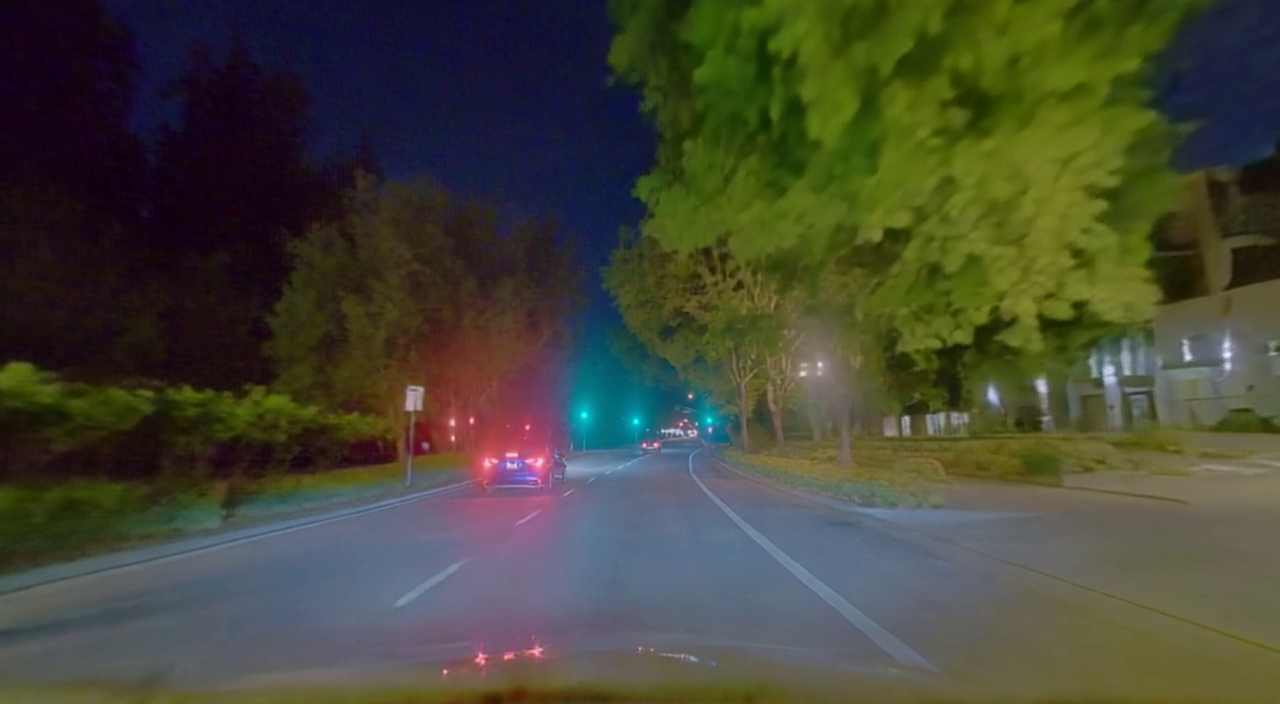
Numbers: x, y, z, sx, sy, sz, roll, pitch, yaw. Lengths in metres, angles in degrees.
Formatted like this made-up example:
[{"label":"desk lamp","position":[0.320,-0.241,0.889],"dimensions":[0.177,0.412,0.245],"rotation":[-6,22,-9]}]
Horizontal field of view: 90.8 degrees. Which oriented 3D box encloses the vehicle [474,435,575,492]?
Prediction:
[{"label":"vehicle","position":[-3.314,3.331,19.217],"dimensions":[2.038,1.486,4.678],"rotation":[0,-9,2]}]
